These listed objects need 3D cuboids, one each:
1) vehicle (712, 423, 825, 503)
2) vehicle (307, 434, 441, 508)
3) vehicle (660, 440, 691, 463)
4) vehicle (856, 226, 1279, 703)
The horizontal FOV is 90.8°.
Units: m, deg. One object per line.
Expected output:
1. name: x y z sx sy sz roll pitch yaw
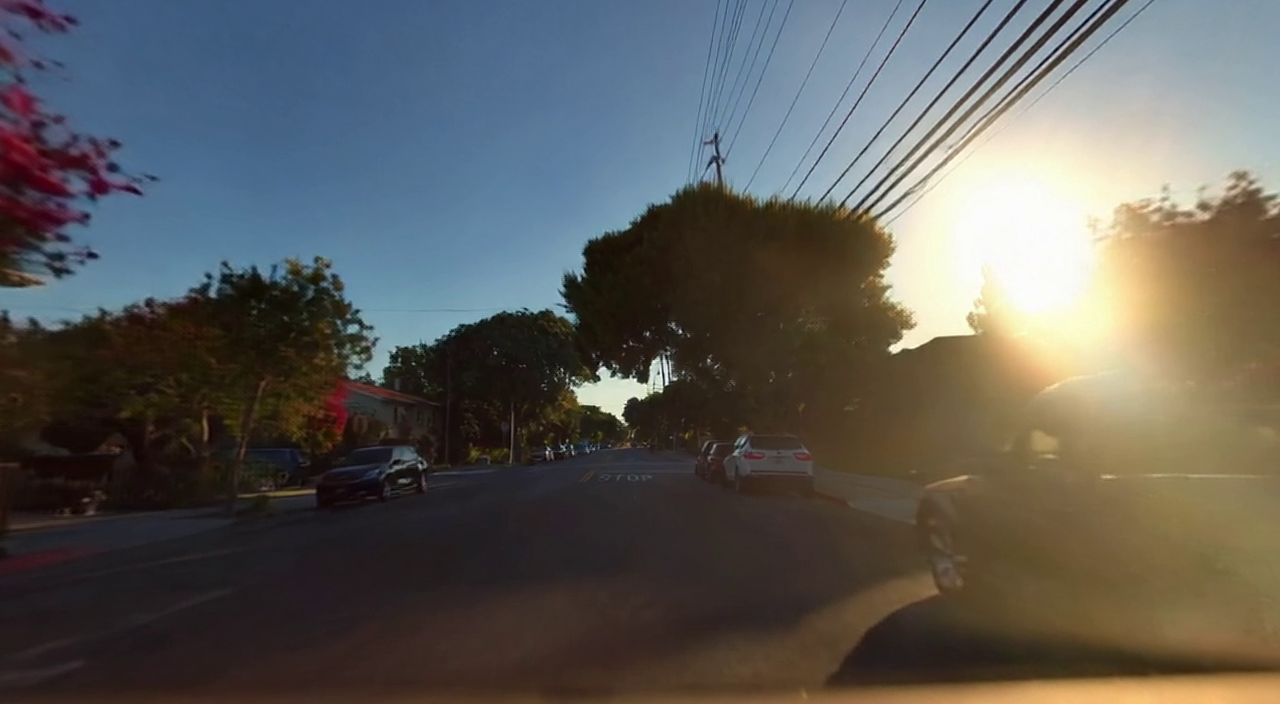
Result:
1. vehicle: 3.144 2.835 16.490 1.993 1.778 4.311 0 -9 -1
2. vehicle: -7.351 3.398 17.992 1.980 1.664 4.342 -5 -11 -1
3. vehicle: 2.755 7.858 49.951 2.114 1.708 4.474 0 -8 -1
4. vehicle: 3.406 0.794 3.807 2.111 2.054 5.748 0 -9 -1
